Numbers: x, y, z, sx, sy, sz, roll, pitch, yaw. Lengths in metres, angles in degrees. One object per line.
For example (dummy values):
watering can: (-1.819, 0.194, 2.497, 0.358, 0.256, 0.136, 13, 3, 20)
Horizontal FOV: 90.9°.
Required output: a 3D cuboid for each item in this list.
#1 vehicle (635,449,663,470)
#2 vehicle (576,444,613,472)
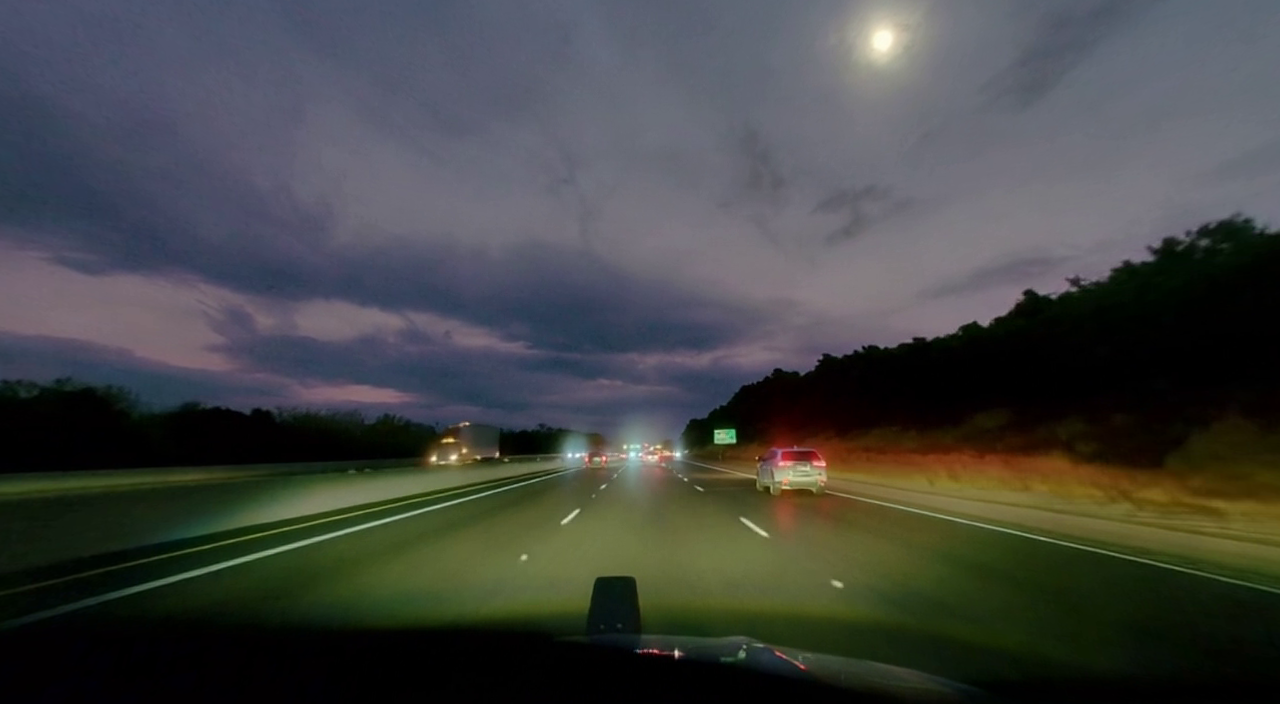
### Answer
vehicle: (0.696, 8.207, 48.141, 2.036, 1.519, 4.225, 0, -9, 0)
vehicle: (-3.056, 7.252, 43.263, 2.143, 1.770, 4.283, 0, -9, 1)
